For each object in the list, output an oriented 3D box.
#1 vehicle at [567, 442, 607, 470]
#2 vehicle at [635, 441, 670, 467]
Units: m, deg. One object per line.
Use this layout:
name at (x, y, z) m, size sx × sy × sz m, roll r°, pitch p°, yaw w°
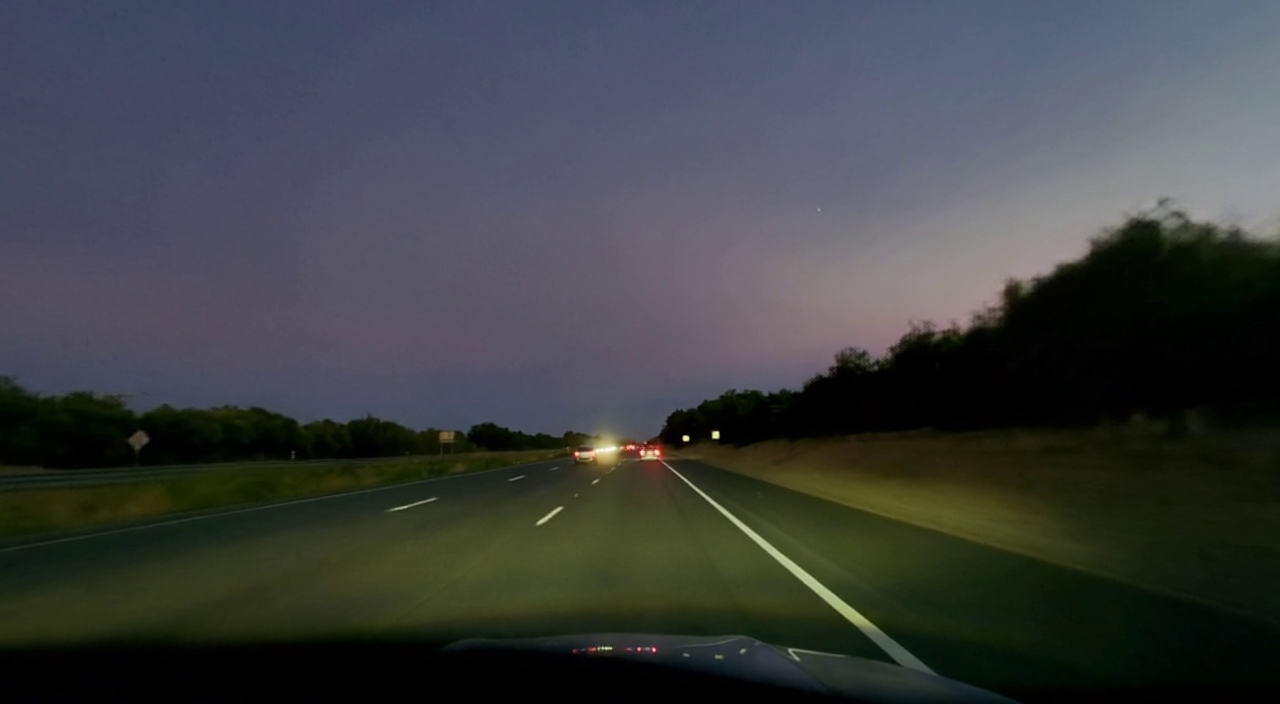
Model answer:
vehicle at (-3.271, 6.500, 39.527) m, size 2.028 × 1.634 × 4.441 m, roll 0°, pitch -8°, yaw 1°
vehicle at (0.829, 6.960, 43.272) m, size 2.259 × 1.697 × 4.106 m, roll 0°, pitch -8°, yaw 1°
